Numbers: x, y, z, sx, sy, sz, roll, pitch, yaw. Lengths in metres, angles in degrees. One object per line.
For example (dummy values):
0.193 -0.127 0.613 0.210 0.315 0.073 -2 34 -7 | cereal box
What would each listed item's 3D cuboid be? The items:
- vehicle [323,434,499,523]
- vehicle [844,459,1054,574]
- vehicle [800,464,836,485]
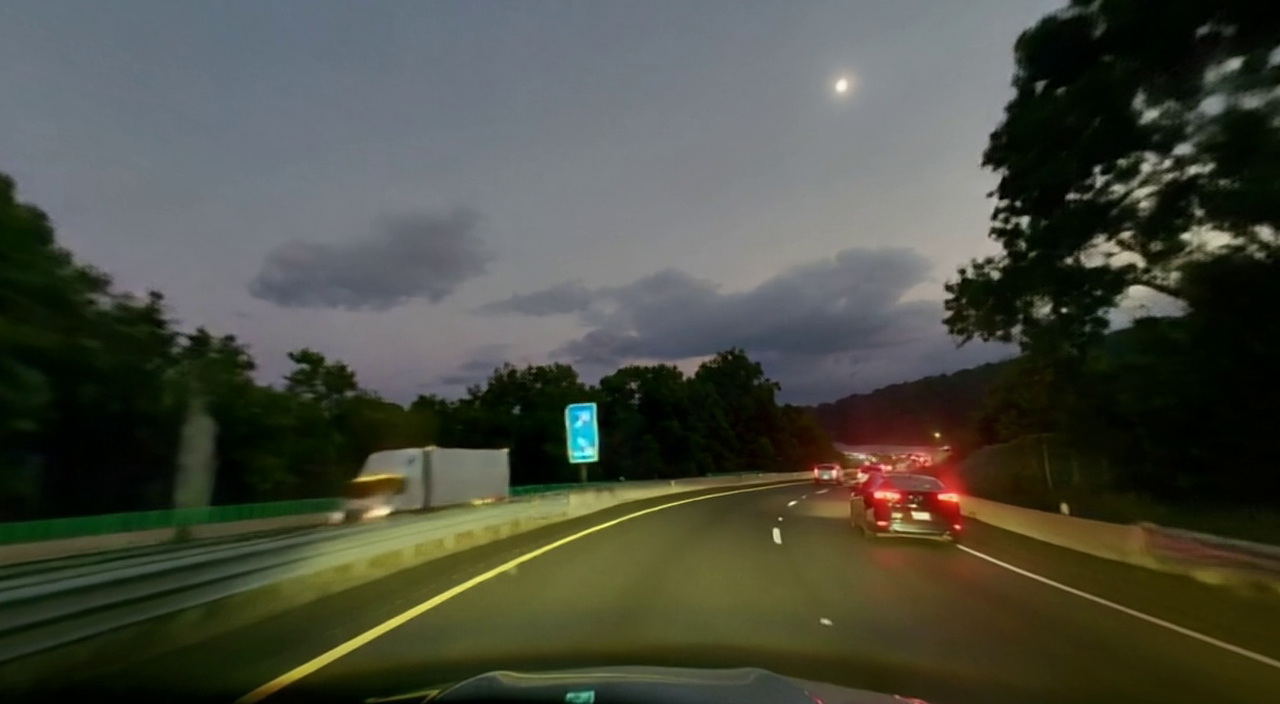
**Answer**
-11.388 6.492 32.847 2.909 3.910 9.340 -3 -11 22 | vehicle
5.118 2.751 11.201 2.023 1.593 4.105 0 -11 7 | vehicle
13.656 9.347 48.145 1.992 1.503 3.793 -4 -12 25 | vehicle
